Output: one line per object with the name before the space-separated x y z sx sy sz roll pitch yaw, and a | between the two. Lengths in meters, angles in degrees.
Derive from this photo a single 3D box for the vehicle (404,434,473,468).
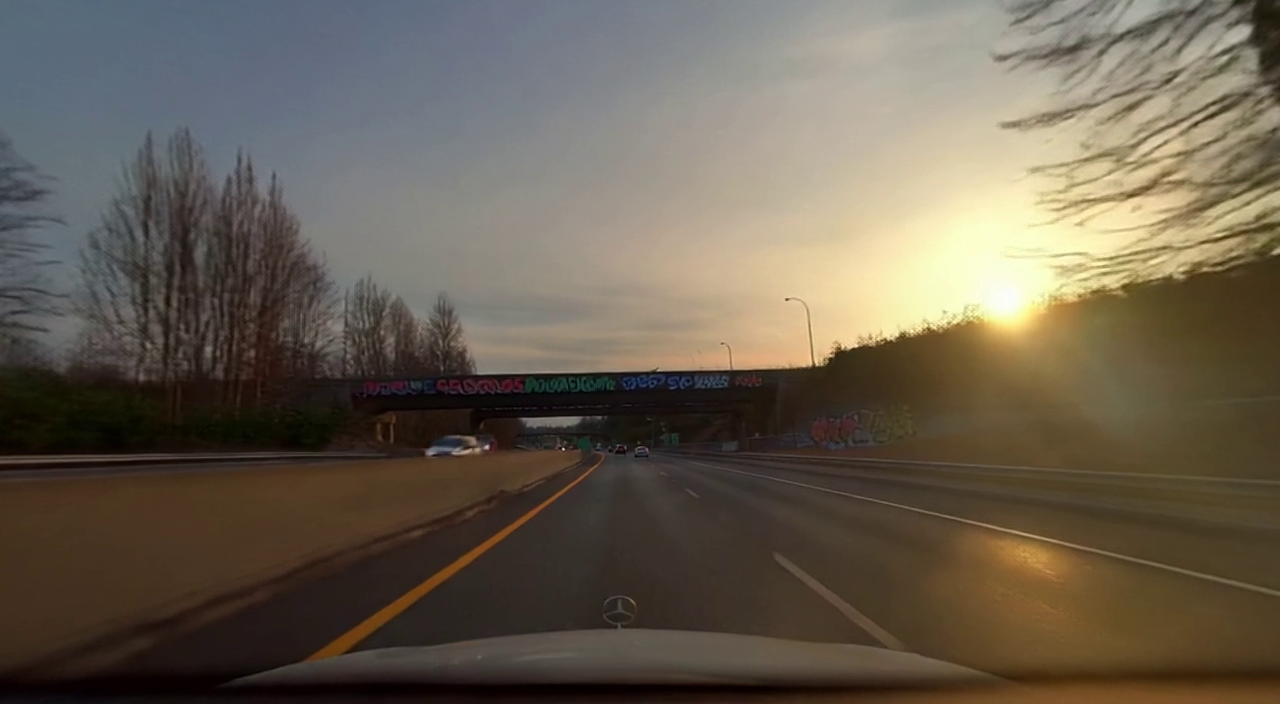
vehicle | -9.652 4.805 30.391 1.956 1.507 4.346 0 -9 -1
